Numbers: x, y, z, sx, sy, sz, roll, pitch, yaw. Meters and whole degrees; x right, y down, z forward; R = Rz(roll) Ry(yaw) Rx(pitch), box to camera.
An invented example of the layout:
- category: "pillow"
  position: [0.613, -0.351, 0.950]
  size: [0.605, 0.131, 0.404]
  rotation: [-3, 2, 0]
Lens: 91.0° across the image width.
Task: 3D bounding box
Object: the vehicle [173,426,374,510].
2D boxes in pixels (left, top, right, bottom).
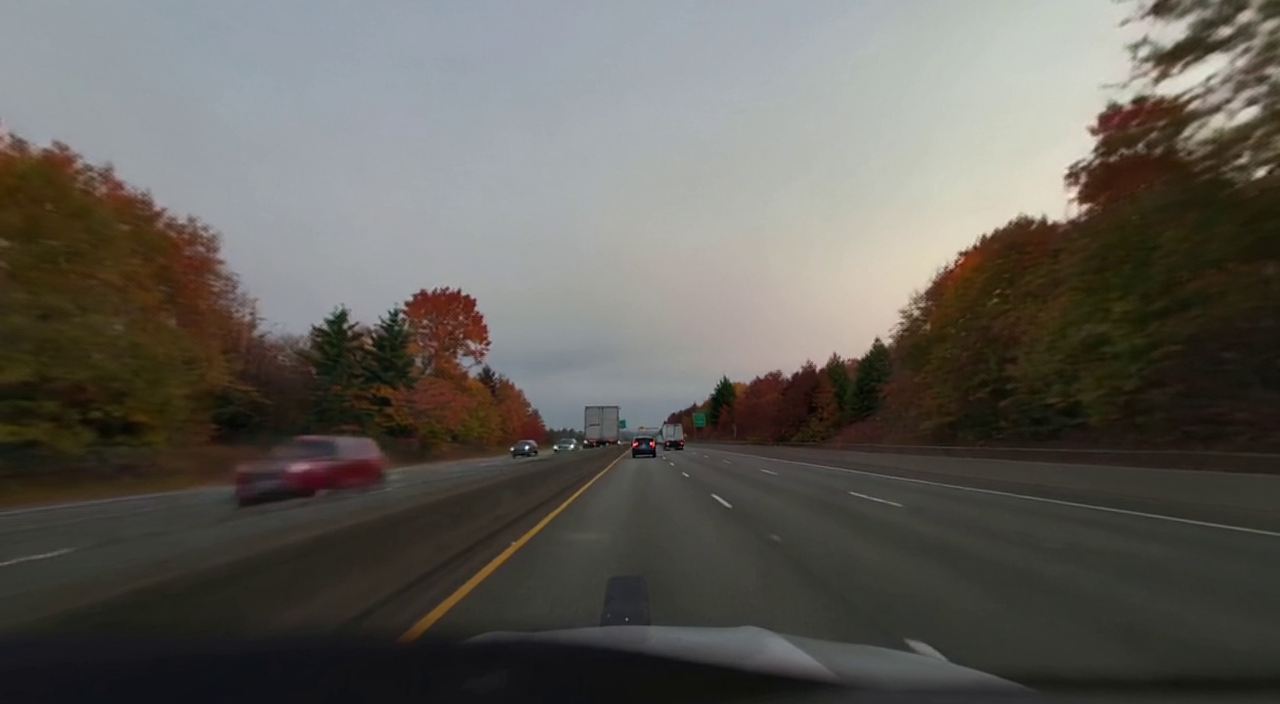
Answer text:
- category: "vehicle"
  position: [-7.712, 2.460, 13.823]
  size: [1.848, 1.549, 4.157]
  rotation: [0, -8, 1]

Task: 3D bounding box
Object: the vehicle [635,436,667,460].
- category: "vehicle"
  position: [0.671, 6.171, 40.481]
  size: [1.924, 1.498, 3.817]
  rotation: [0, -8, 0]
